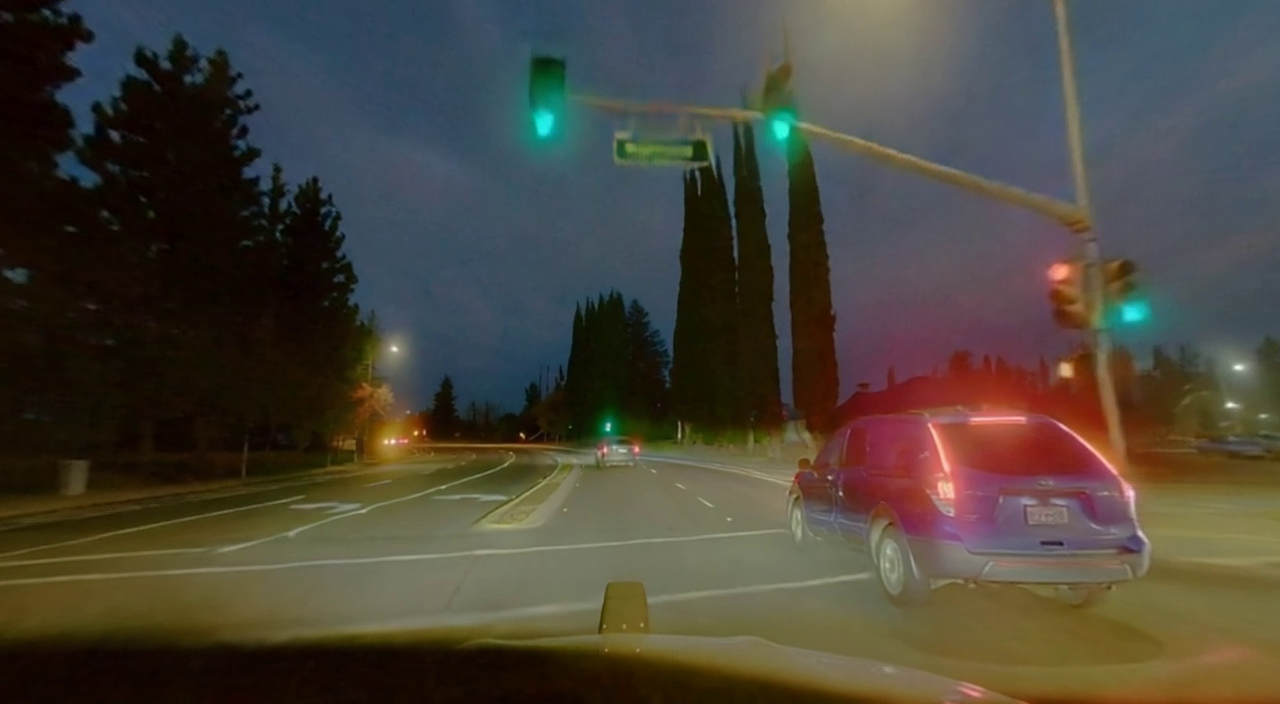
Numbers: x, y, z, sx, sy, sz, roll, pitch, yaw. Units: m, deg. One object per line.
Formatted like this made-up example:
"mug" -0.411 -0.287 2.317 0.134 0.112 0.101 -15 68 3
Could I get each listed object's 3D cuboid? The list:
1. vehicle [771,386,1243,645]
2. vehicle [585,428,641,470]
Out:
"vehicle" 2.898 1.393 6.500 2.024 1.686 4.588 1 -8 -1
"vehicle" -1.393 4.687 30.675 2.185 1.822 4.583 2 -8 -9
